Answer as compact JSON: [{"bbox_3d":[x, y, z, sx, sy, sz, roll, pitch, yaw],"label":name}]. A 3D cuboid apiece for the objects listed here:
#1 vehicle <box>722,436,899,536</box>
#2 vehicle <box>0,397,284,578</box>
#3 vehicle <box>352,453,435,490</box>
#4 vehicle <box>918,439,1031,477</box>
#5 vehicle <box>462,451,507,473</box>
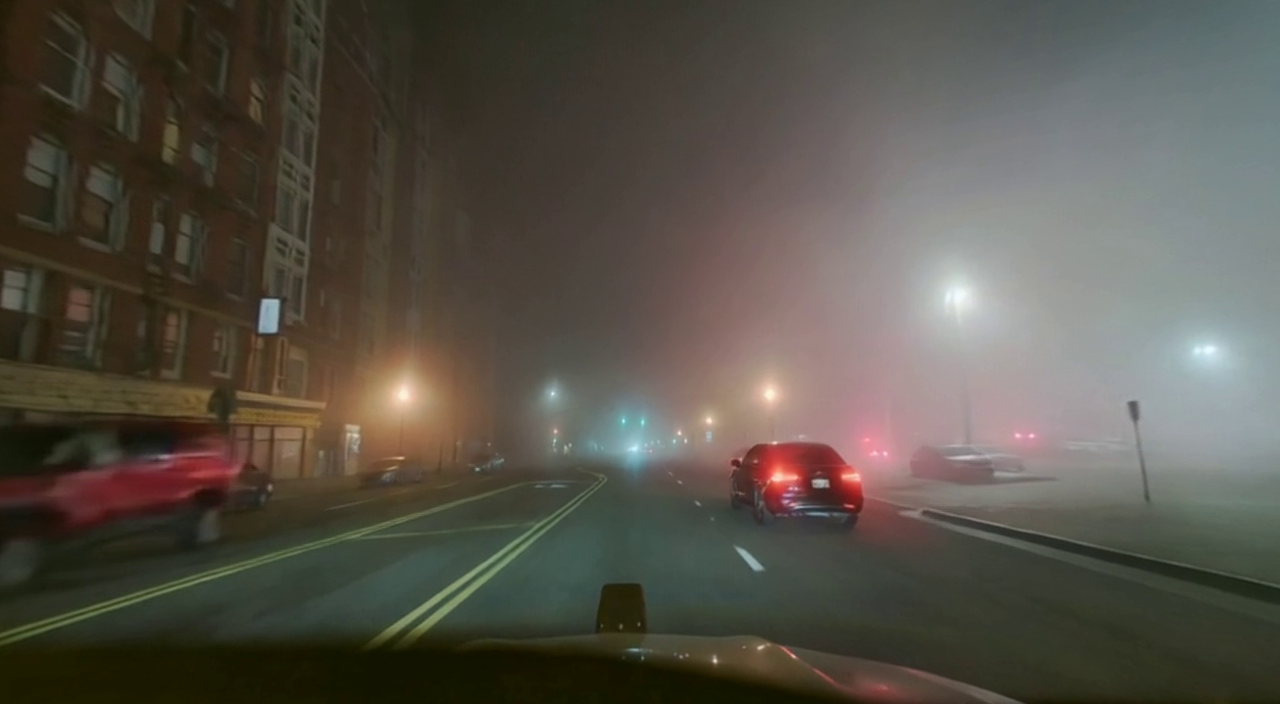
[{"bbox_3d":[2.937,2.414,11.960,2.080,1.524,4.348,0,-9,-1],"label":"vehicle"},{"bbox_3d":[-8.467,1.974,10.009,2.379,2.086,5.321,0,-9,0],"label":"vehicle"},{"bbox_3d":[-11.981,5.834,30.916,2.015,1.521,4.798,-1,-8,3],"label":"vehicle"},{"bbox_3d":[16.194,5.143,30.568,4.412,1.503,1.771,-4,-8,0],"label":"vehicle"},{"bbox_3d":[-11.782,8.404,47.944,1.944,1.575,4.895,-1,-10,3],"label":"vehicle"}]
